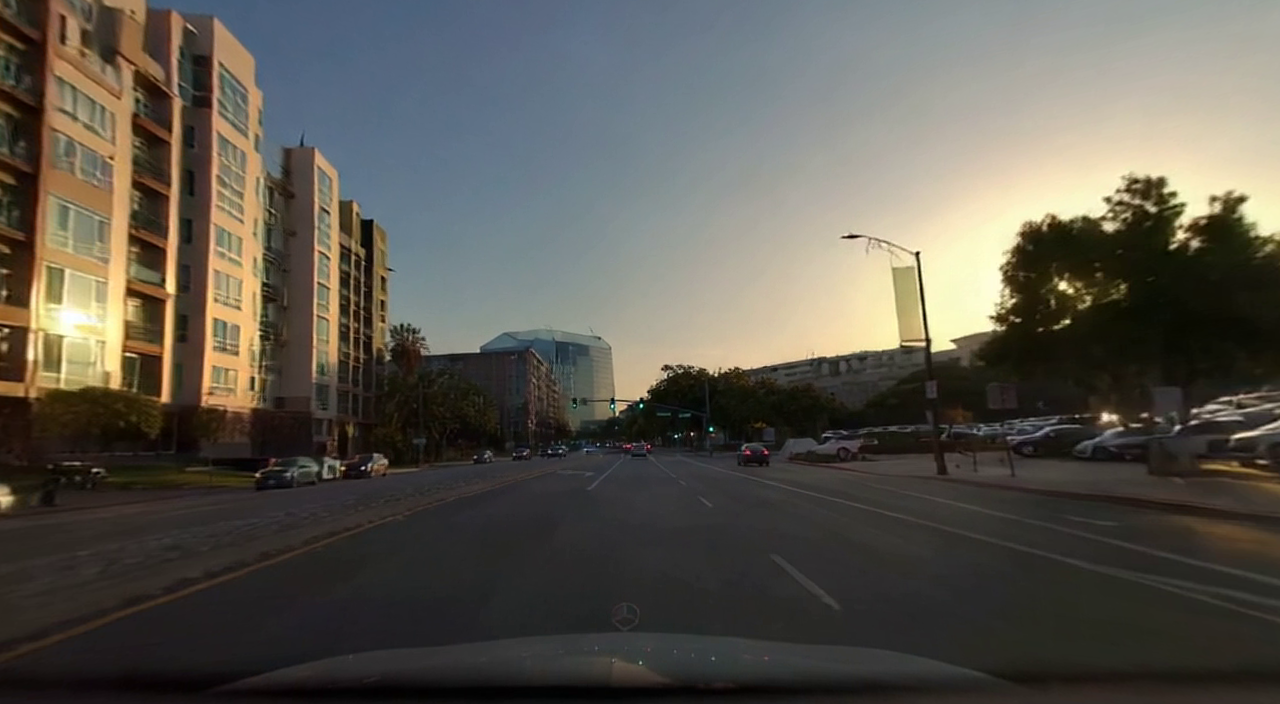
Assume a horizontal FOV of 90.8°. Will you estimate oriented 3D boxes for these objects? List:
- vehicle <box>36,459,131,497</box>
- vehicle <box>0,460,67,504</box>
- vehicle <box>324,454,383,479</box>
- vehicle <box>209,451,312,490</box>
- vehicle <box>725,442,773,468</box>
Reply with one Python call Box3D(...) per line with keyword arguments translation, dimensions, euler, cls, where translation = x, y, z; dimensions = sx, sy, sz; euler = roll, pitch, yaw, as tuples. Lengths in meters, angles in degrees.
Box3D(translation=(-25.707, 5.789, 29.356), dimensions=(2.099, 1.561, 4.013), euler=(4, -9, -24), cls="vehicle")
Box3D(translation=(-28.096, 5.806, 28.387), dimensions=(1.959, 1.677, 4.861), euler=(1, -9, -24), cls="vehicle")
Box3D(translation=(-18.789, 7.489, 41.663), dimensions=(1.861, 1.499, 4.605), euler=(0, -9, -1), cls="vehicle")
Box3D(translation=(-18.685, 5.797, 31.416), dimensions=(2.047, 1.756, 4.844), euler=(0, -9, 0), cls="vehicle")
Box3D(translation=(6.457, 6.195, 38.036), dimensions=(1.992, 1.447, 4.414), euler=(0, -9, -2), cls="vehicle")
